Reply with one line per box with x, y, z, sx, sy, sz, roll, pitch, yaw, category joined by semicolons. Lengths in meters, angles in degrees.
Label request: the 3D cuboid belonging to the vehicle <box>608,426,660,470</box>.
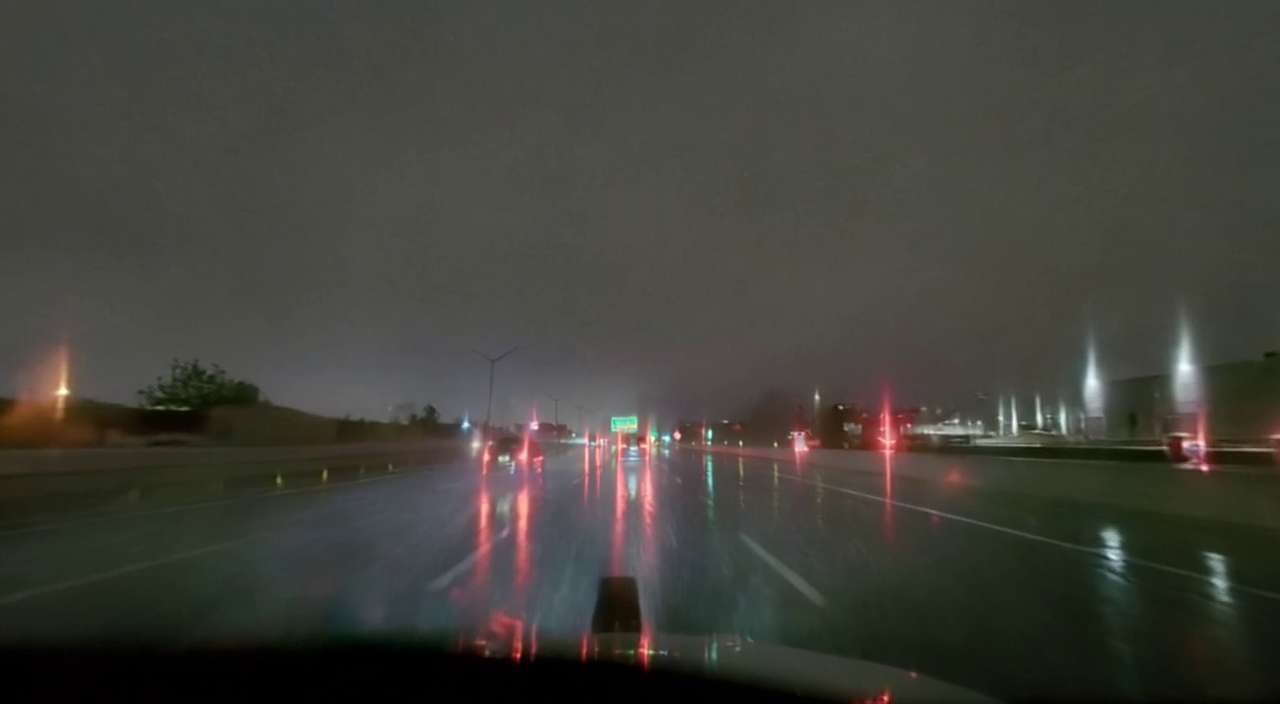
-0.359;4.692;31.010;2.382;1.973;4.439;0;-8;-2;vehicle

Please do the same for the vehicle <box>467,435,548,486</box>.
-4.340;3.612;21.267;1.945;1.550;3.780;0;-8;-1;vehicle
